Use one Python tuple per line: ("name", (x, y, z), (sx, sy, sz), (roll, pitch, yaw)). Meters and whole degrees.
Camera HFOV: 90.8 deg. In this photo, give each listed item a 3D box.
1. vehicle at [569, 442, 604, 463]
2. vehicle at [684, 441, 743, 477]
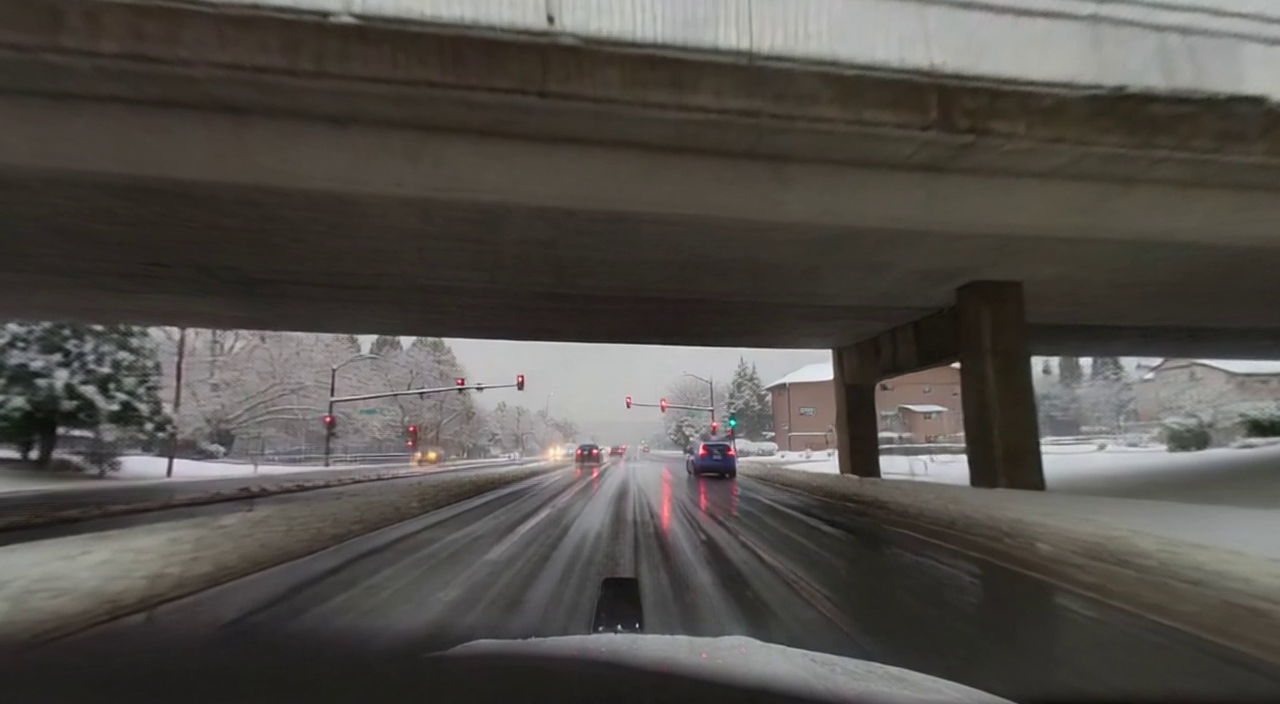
("vehicle", (-3.868, 7.370, 46.545), (2.060, 1.484, 4.417), (0, -8, 1))
("vehicle", (3.220, 4.794, 28.651), (2.068, 1.497, 4.247), (0, -8, -2))
